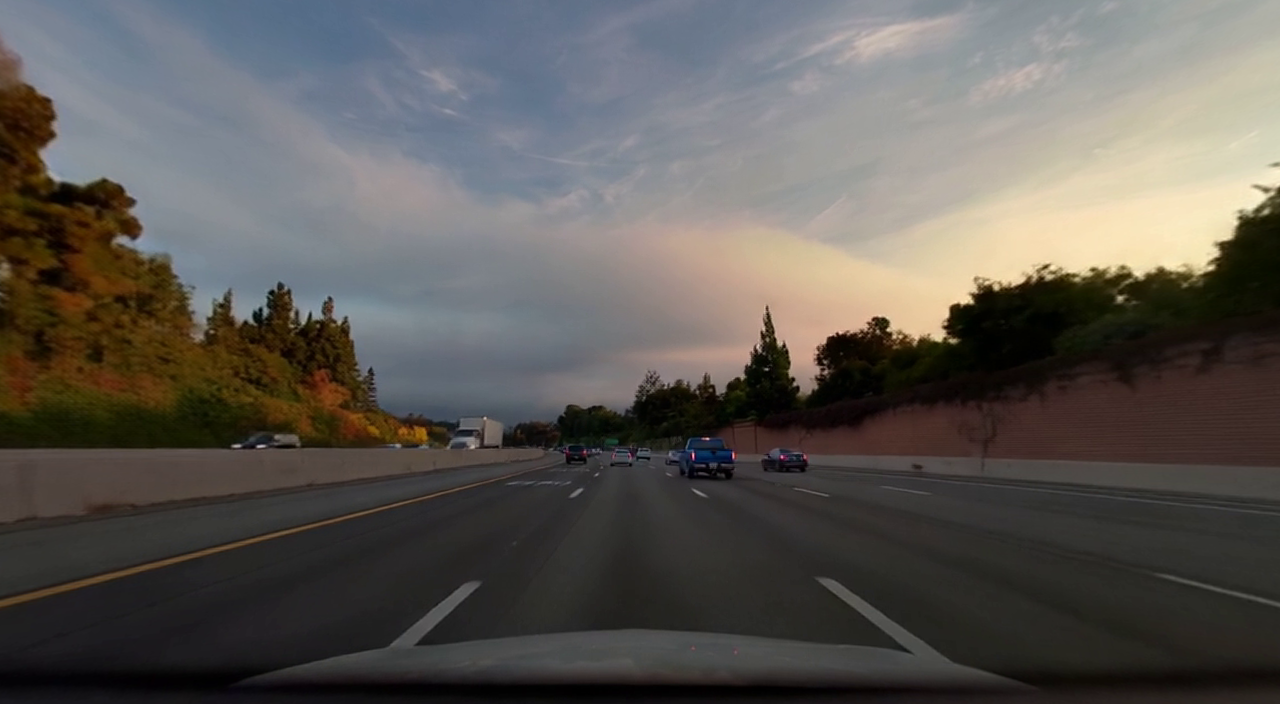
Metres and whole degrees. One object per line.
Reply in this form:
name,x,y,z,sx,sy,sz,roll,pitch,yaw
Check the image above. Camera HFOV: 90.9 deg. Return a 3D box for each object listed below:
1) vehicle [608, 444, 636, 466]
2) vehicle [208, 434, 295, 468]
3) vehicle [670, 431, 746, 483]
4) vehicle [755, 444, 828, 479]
vehicle,-1.436,7.886,48.535,2.050,1.607,3.821,0,-8,-4
vehicle,-22.150,5.659,36.238,2.003,1.805,5.022,0,-8,-2
vehicle,2.733,4.412,26.910,2.374,1.952,5.431,0,-8,-3
vehicle,7.049,5.115,29.872,1.976,1.485,4.925,0,-8,-4
